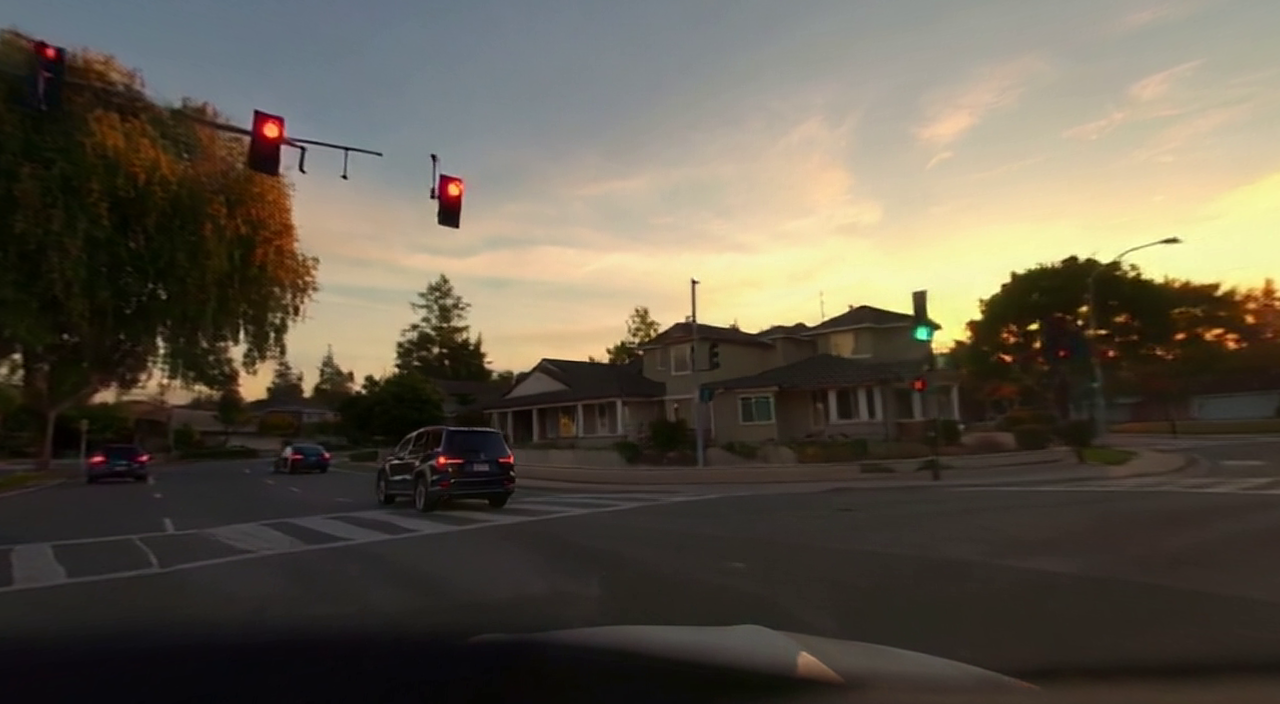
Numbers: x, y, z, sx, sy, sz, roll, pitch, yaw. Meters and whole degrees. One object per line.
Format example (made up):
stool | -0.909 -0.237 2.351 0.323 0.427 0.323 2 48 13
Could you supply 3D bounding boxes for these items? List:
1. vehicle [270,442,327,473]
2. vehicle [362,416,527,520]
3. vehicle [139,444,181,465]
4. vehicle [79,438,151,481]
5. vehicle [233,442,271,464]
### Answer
vehicle | -17.709 5.391 32.558 1.983 1.433 4.558 5 -10 -34
vehicle | -4.452 2.445 13.823 2.141 1.833 4.704 5 -10 -33
vehicle | -36.064 7.687 47.438 1.976 1.461 3.642 5 -10 -30
vehicle | -23.242 4.723 28.057 2.063 1.721 4.261 6 -10 -35
vehicle | -27.666 7.175 44.900 1.854 1.520 3.759 6 -10 -36
